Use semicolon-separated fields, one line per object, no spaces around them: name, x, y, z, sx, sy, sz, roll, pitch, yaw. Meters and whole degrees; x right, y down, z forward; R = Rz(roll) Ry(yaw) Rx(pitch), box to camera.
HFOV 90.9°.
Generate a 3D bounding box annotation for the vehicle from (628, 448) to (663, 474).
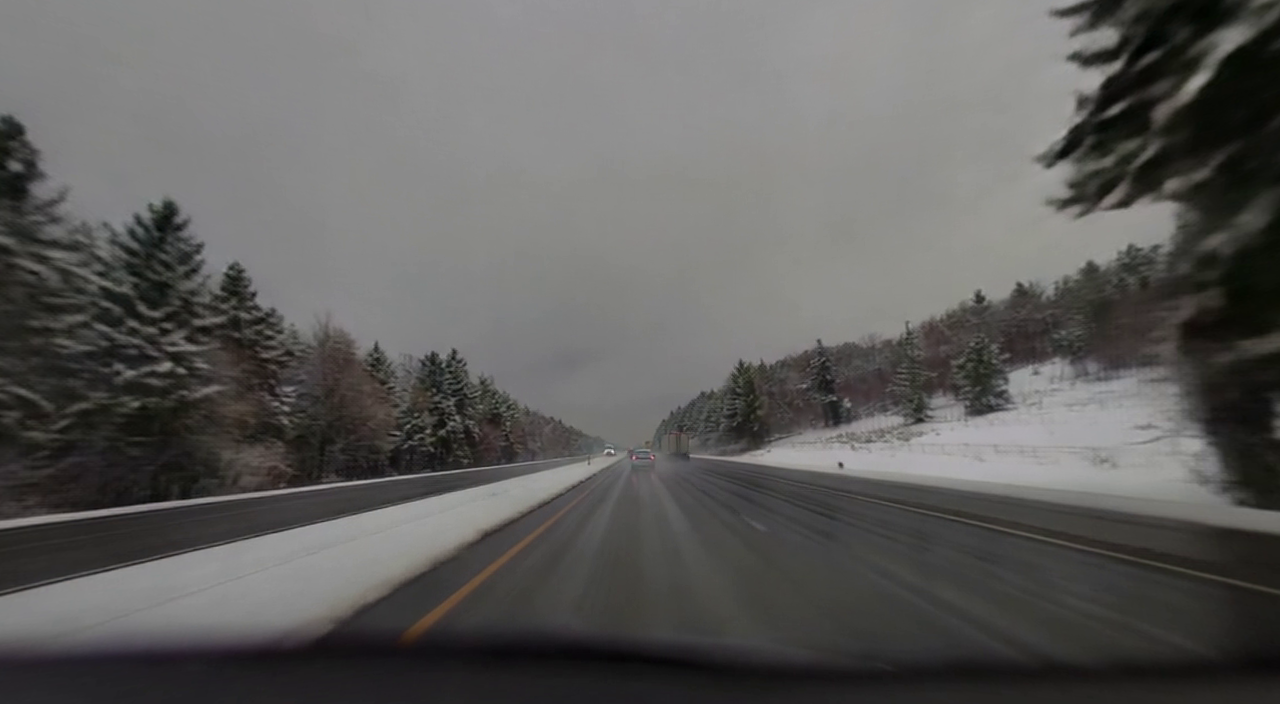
vehicle;0.301;6.379;37.069;1.926;1.386;3.615;0;-9;0
